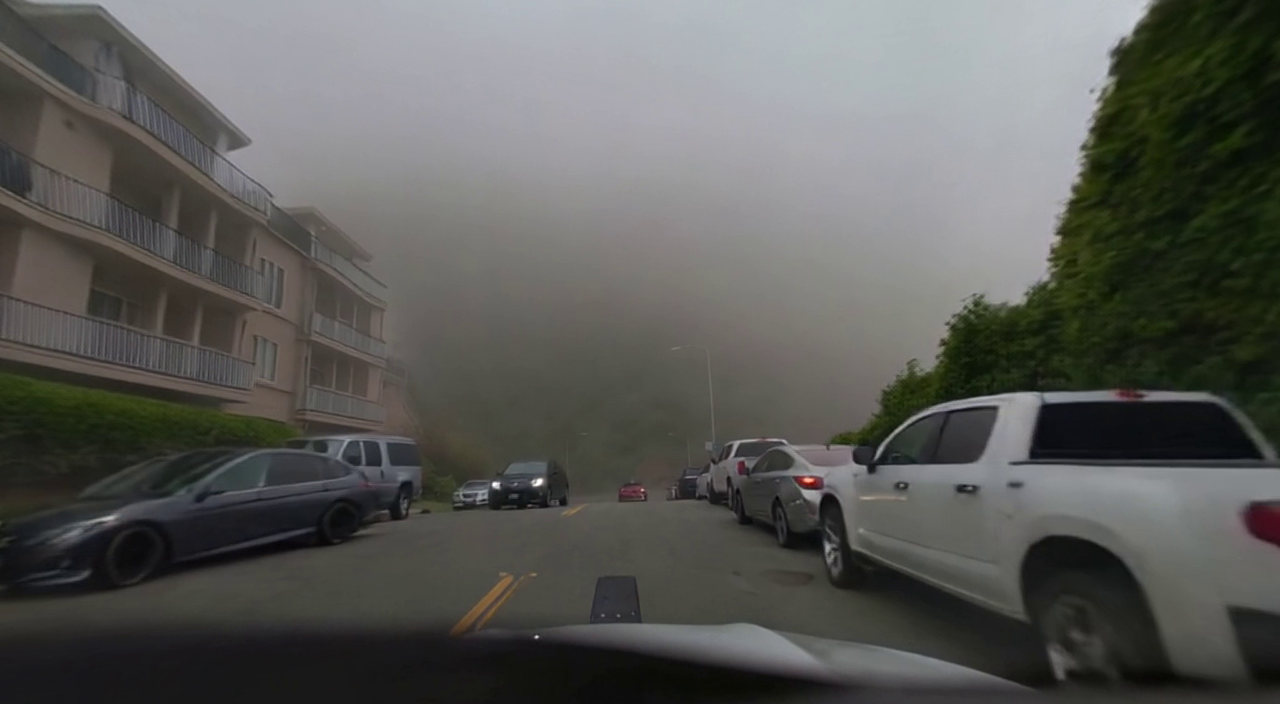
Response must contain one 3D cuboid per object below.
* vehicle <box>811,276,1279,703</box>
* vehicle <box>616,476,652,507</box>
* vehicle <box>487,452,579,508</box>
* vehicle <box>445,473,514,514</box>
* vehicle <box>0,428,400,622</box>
[{"bbox_3d":[2.788,1.033,4.003,2.072,1.830,4.744,0,-8,0],"label":"vehicle"},{"bbox_3d":[-0.422,9.073,41.186,2.201,1.731,3.854,1,-8,-3],"label":"vehicle"},{"bbox_3d":[-3.378,4.311,20.873,2.102,1.621,4.627,0,-13,1],"label":"vehicle"},{"bbox_3d":[-6.705,5.954,26.775,1.772,1.415,4.361,1,-9,0],"label":"vehicle"},{"bbox_3d":[-5.116,1.689,7.319,1.856,1.474,4.522,-3,-9,18],"label":"vehicle"}]
